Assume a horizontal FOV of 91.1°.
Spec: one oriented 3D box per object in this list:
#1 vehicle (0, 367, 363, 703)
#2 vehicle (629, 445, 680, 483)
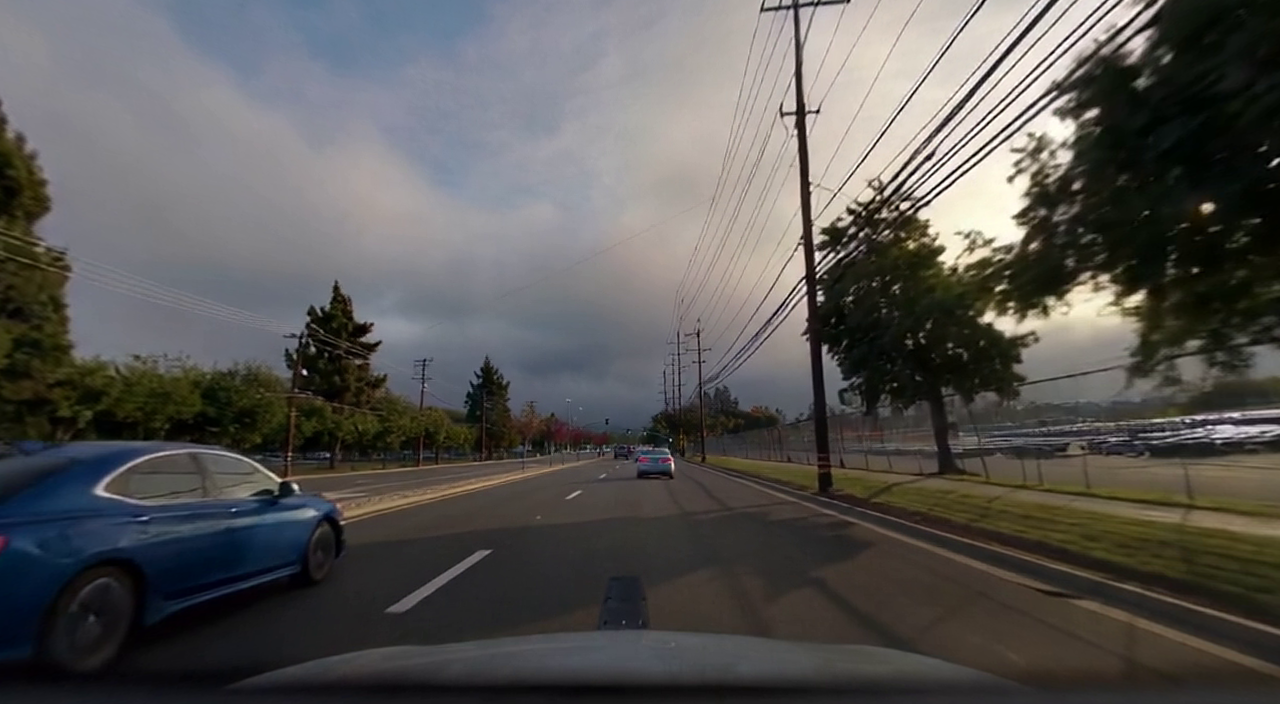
[{"bbox_3d":[-3.876,1.141,4.258,1.950,1.692,4.397,0,-9,0],"label":"vehicle"},{"bbox_3d":[0.608,4.770,27.026,2.059,1.486,3.980,0,-9,1],"label":"vehicle"}]
